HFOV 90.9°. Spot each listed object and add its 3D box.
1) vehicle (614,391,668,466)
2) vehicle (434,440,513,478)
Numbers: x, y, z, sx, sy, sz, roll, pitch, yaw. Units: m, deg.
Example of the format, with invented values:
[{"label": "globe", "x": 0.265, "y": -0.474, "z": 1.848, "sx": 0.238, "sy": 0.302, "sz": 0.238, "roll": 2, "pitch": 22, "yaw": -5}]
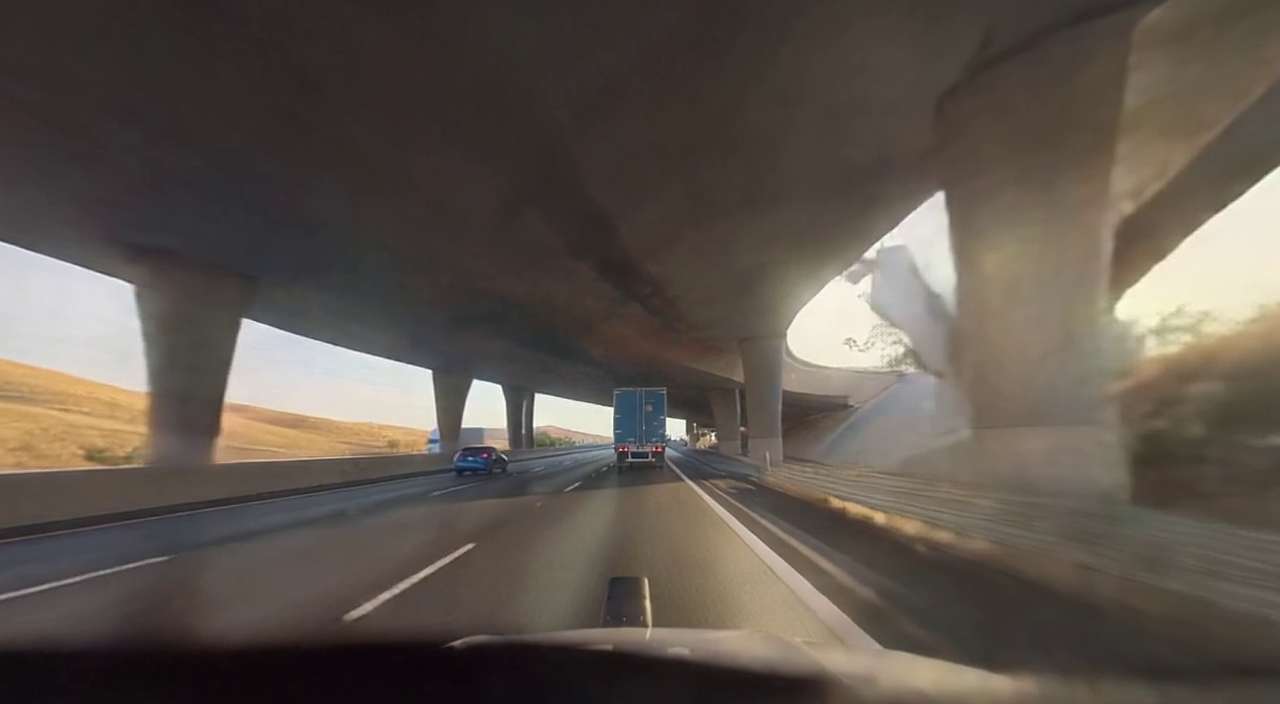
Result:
[{"label": "vehicle", "x": 0.040, "y": 4.965, "z": 39.604, "sx": 2.866, "sy": 4.014, "sz": 11.261, "roll": 0, "pitch": -8, "yaw": 0}, {"label": "vehicle", "x": -7.055, "y": 4.597, "z": 27.291, "sx": 2.078, "sy": 1.496, "sz": 4.563, "roll": 0, "pitch": -8, "yaw": 1}]
